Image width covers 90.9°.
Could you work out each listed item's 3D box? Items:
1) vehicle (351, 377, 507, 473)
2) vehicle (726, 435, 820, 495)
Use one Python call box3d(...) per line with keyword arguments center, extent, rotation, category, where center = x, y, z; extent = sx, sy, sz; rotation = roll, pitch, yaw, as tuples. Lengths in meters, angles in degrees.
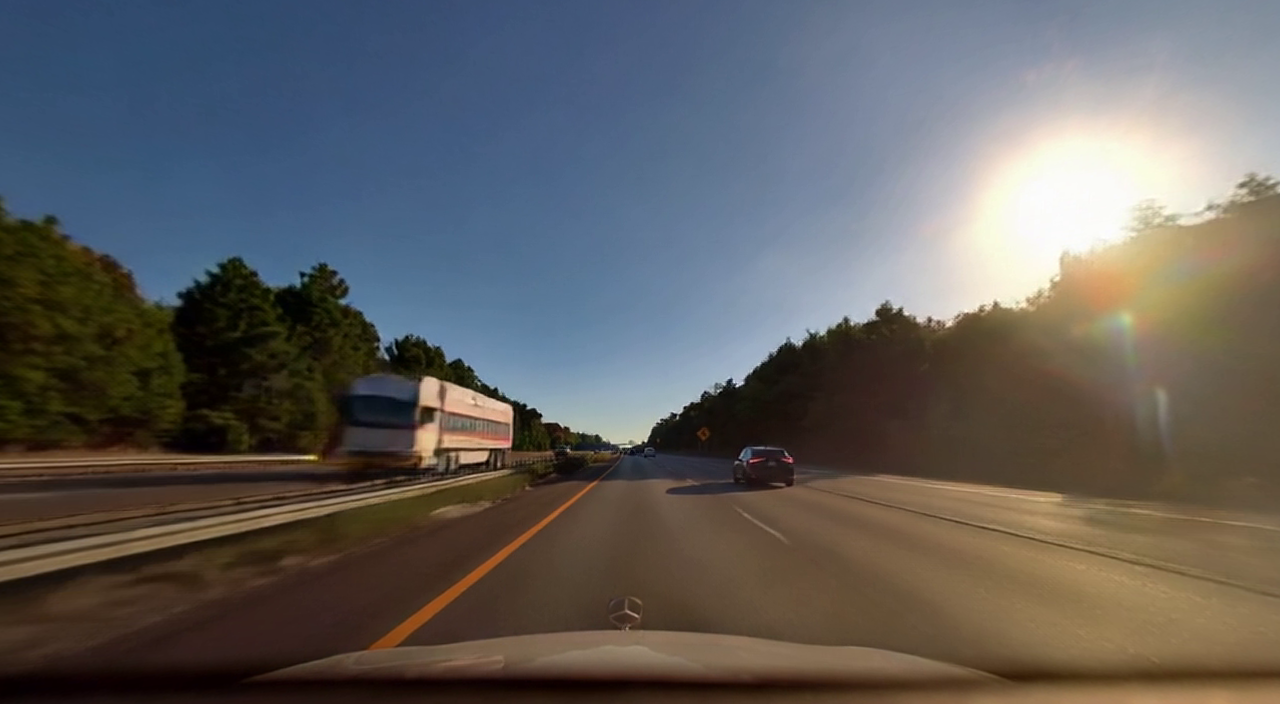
box3d(center=(-9.409, 3.774, 30.616), extent=(3.048, 3.633, 13.591), rotation=(0, -9, -1), category="vehicle")
box3d(center=(4.084, 3.561, 20.175), extent=(1.933, 1.663, 4.440), rotation=(0, -9, -1), category="vehicle")
